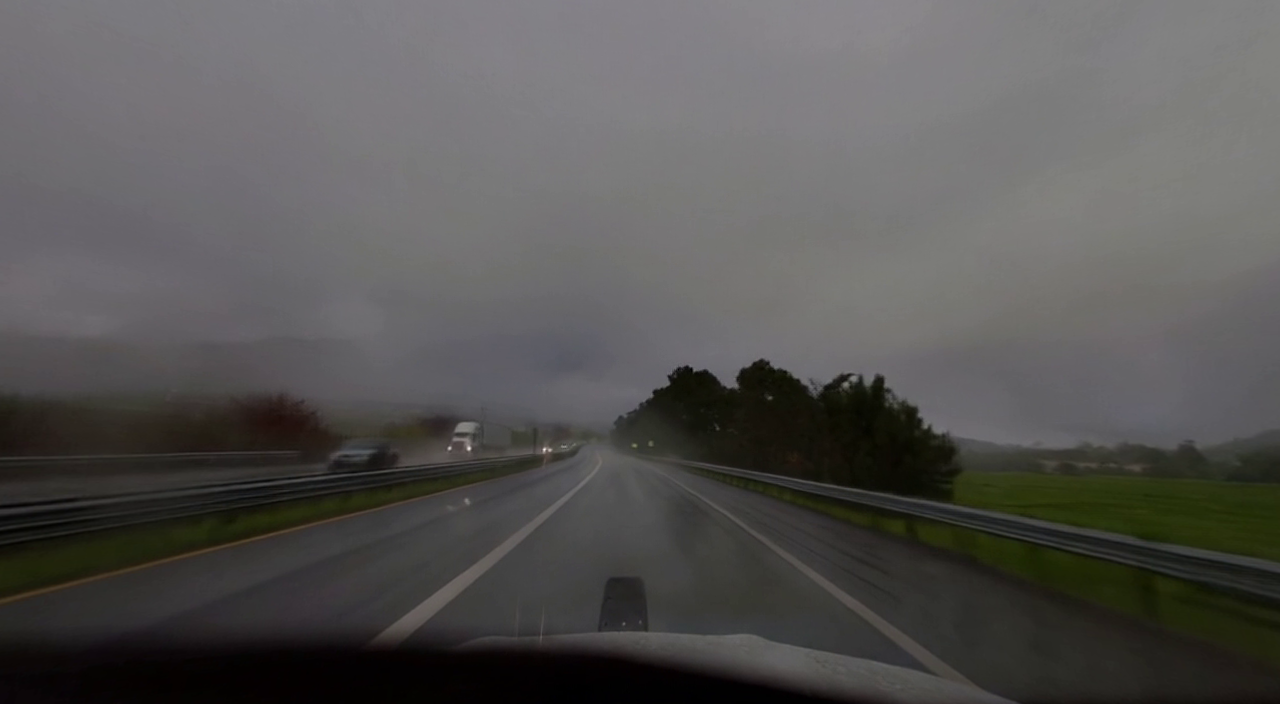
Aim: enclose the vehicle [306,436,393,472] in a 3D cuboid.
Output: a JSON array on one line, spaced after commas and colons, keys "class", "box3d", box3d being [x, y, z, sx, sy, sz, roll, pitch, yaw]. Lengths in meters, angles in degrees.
[{"class": "vehicle", "box3d": [-12.565, 4.464, 27.570, 1.936, 1.433, 4.003, 0, -9, -1]}]
